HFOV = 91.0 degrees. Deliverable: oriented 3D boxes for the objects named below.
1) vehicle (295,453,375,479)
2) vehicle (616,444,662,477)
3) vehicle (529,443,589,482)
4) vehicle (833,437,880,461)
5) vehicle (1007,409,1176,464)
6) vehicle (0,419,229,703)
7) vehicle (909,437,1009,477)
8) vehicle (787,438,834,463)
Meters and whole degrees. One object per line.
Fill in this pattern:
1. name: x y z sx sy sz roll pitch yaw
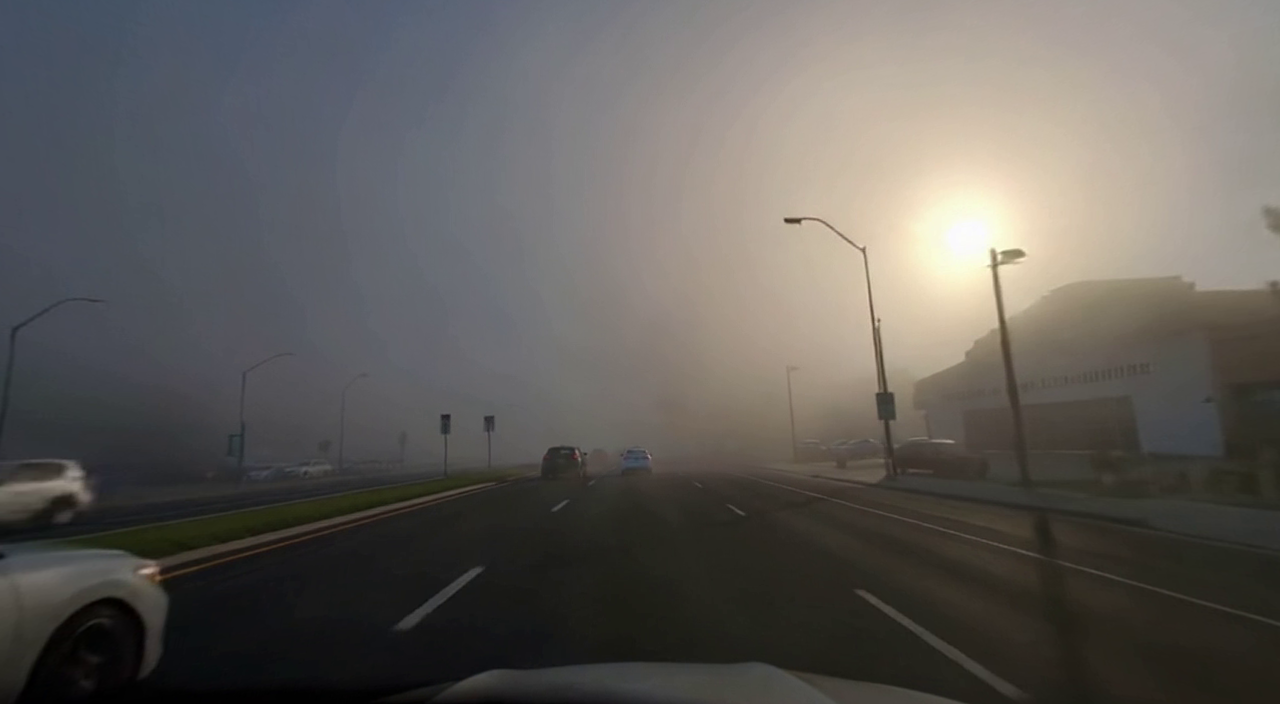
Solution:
1. vehicle: -22.512 8.398 46.583 4.798 1.823 2.010 -1 -9 3
2. vehicle: -0.075 5.065 29.675 2.019 1.459 4.005 0 -9 0
3. vehicle: -3.305 4.632 26.617 1.939 1.496 4.309 0 -9 0
4. vehicle: 16.240 7.306 47.412 1.930 1.713 4.756 0 -9 1
5. vehicle: 19.980 3.828 28.253 5.511 2.262 2.351 -2 -9 15
6. vehicle: -3.646 0.911 1.789 2.003 1.488 4.282 0 -9 1
7. vehicle: 13.324 4.388 26.656 1.914 1.523 4.747 0 -9 2
8. vehicle: 13.003 7.545 48.435 2.072 1.769 5.000 0 -9 -2
